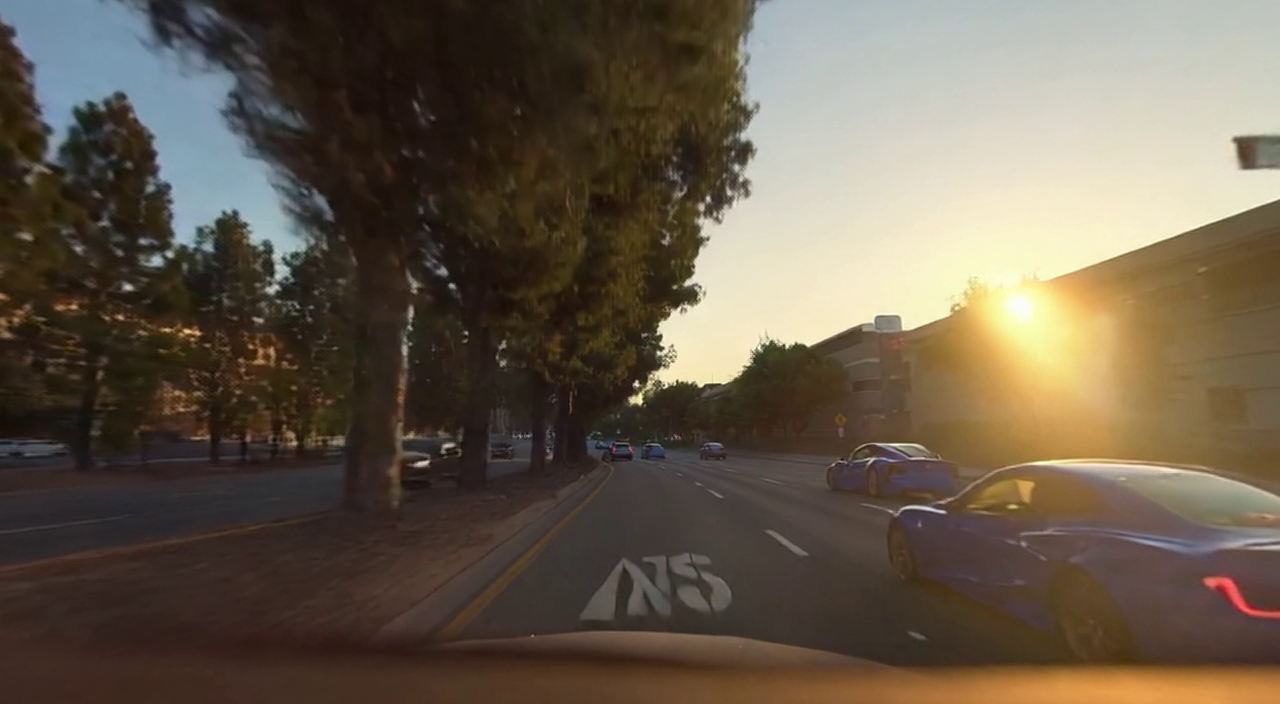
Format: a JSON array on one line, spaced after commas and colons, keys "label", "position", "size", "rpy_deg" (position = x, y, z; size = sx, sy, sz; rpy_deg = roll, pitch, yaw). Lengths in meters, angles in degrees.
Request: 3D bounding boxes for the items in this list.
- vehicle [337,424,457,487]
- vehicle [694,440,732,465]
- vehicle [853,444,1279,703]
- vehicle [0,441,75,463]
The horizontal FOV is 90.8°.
[{"label": "vehicle", "position": [-7.678, 3.330, 20.539], "size": [2.106, 1.768, 4.552], "rpy_deg": [0, -9, 0]}, {"label": "vehicle", "position": [5.197, 7.243, 45.631], "size": [1.931, 1.685, 4.054], "rpy_deg": [0, -9, -5]}, {"label": "vehicle", "position": [3.428, 1.397, 4.858], "size": [1.990, 1.347, 4.388], "rpy_deg": [0, -9, -1]}, {"label": "vehicle", "position": [-47.675, 7.867, 49.652], "size": [4.503, 1.663, 1.718], "rpy_deg": [1, -9, -5]}]
